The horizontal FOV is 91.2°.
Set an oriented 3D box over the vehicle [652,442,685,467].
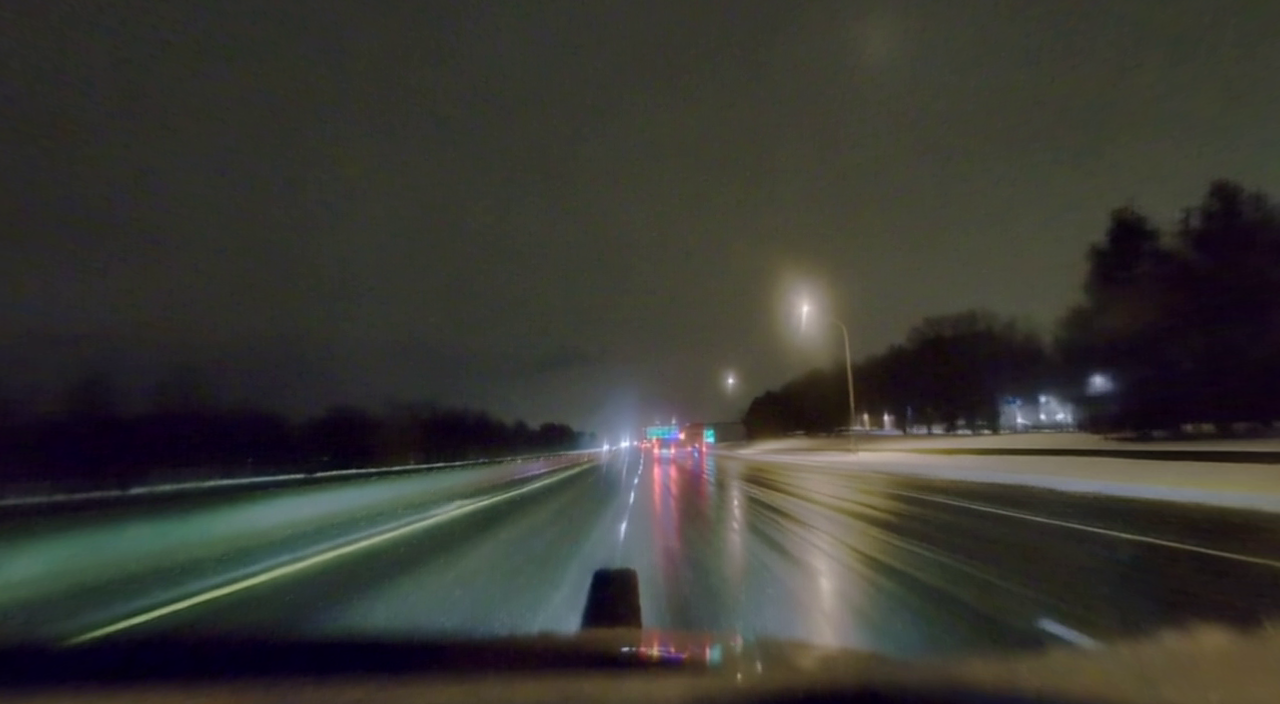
[{"bbox_3d":[1.873,6.915,42.416,1.970,1.560,4.182,0,-9,0],"label":"vehicle"}]
